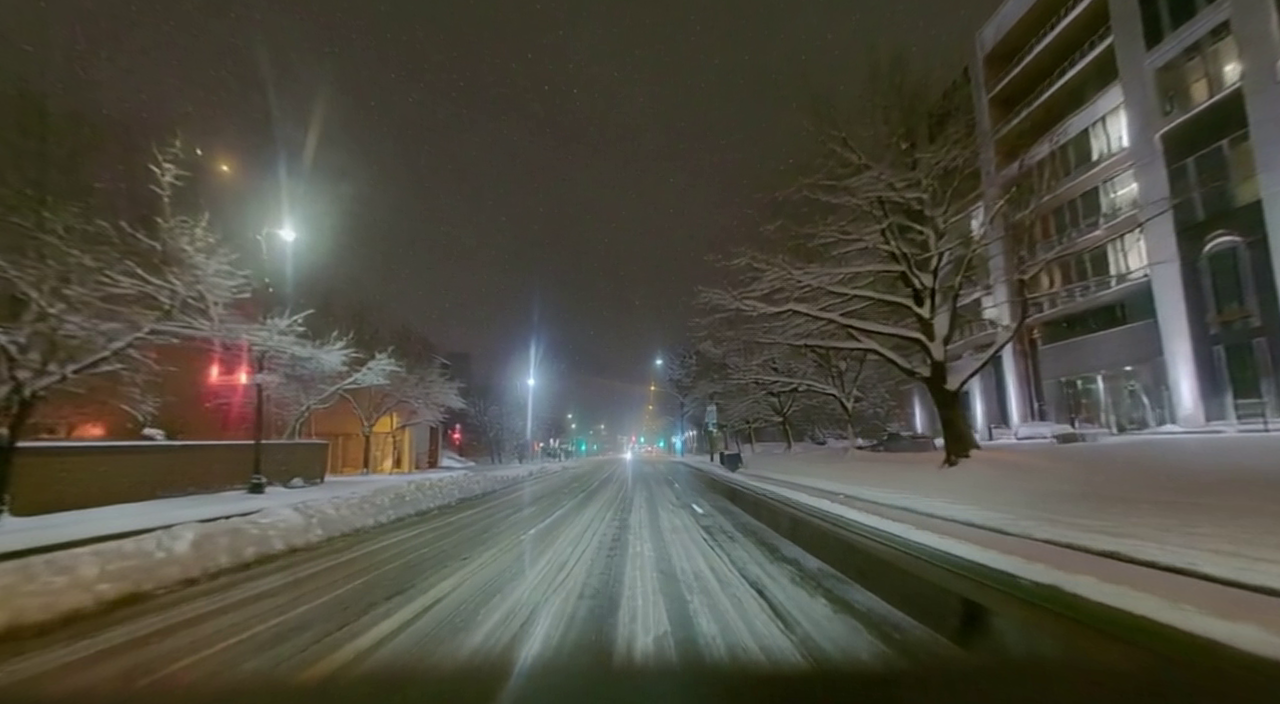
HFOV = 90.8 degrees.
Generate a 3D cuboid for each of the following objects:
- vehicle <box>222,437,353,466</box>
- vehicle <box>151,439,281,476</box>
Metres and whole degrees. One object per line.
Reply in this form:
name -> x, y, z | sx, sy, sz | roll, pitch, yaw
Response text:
vehicle -> -18.637, 5.307, 33.539 | 5.962, 1.458, 1.711 | 0, -10, 3
vehicle -> -20.797, 5.180, 31.154 | 4.876, 1.712, 2.166 | 0, -9, 3
